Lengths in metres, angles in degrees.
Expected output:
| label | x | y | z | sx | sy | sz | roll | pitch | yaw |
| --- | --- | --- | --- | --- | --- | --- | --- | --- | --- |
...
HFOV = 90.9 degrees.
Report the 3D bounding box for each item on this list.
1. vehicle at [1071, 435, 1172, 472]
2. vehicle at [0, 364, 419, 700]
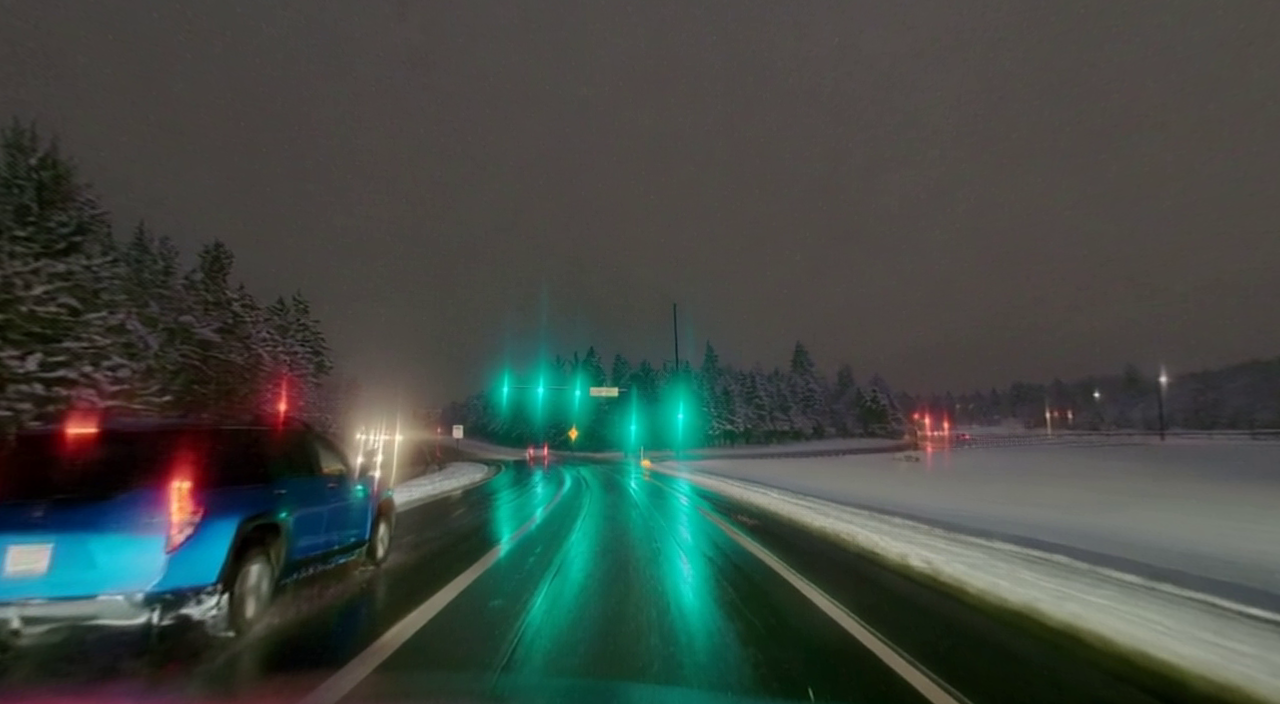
| label | x | y | z | sx | sy | sz | roll | pitch | yaw |
| --- | --- | --- | --- | --- | --- | --- | --- | --- | --- |
| vehicle | 21.539 | 4.515 | 28.177 | 4.141 | 1.451 | 1.720 | 2 | -10 | -25 |
| vehicle | -4.151 | 1.351 | 6.044 | 2.336 | 1.857 | 4.986 | 0 | -8 | -1 |
